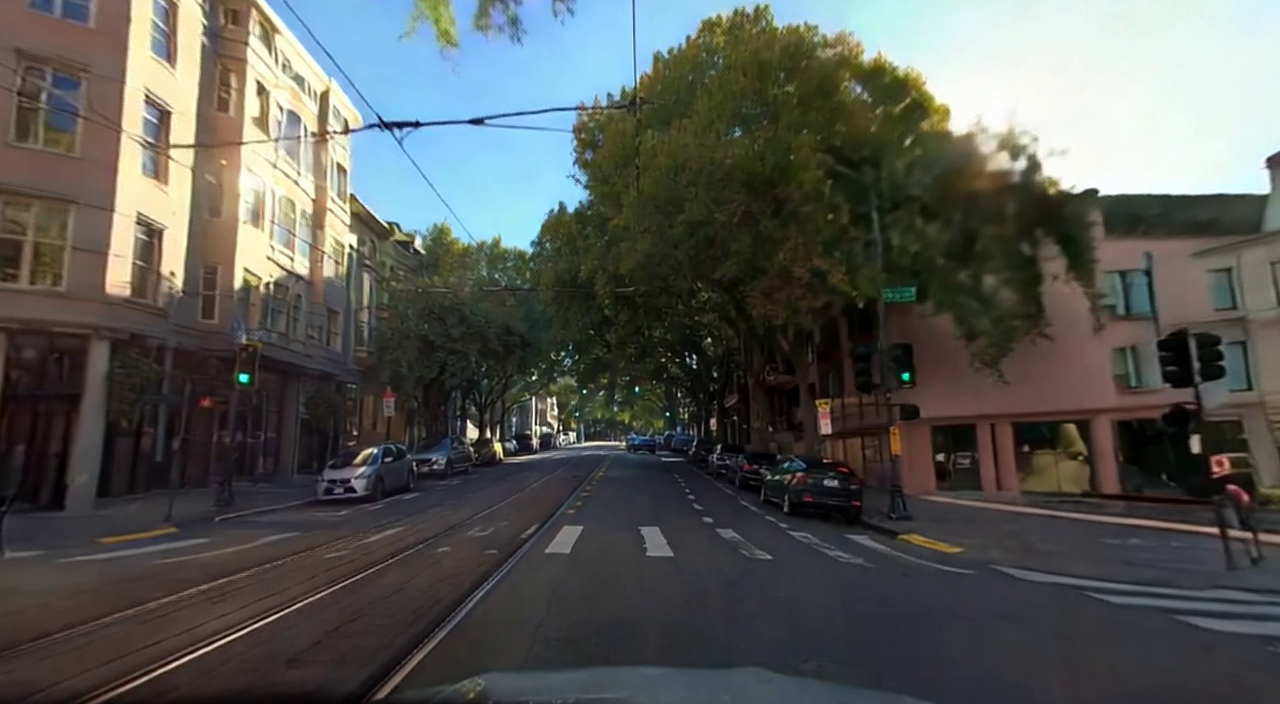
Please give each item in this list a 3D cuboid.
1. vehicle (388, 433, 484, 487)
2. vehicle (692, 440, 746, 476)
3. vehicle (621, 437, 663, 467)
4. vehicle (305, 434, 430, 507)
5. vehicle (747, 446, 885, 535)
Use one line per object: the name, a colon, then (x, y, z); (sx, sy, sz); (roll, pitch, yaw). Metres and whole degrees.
vehicle: (-7.383, 3.989, 23.410); (1.861, 1.751, 4.550); (1, -9, 2)
vehicle: (3.730, 5.068, 30.473); (1.890, 1.559, 4.281); (0, -8, -2)
vehicle: (0.058, 5.476, 34.760); (1.984, 1.571, 3.404); (1, -8, -5)
vehicle: (-7.400, 3.405, 17.648); (1.779, 1.588, 3.953); (2, -16, -2)
vehicle: (3.878, 3.085, 14.744); (1.929, 1.723, 4.134); (0, -8, -2)
